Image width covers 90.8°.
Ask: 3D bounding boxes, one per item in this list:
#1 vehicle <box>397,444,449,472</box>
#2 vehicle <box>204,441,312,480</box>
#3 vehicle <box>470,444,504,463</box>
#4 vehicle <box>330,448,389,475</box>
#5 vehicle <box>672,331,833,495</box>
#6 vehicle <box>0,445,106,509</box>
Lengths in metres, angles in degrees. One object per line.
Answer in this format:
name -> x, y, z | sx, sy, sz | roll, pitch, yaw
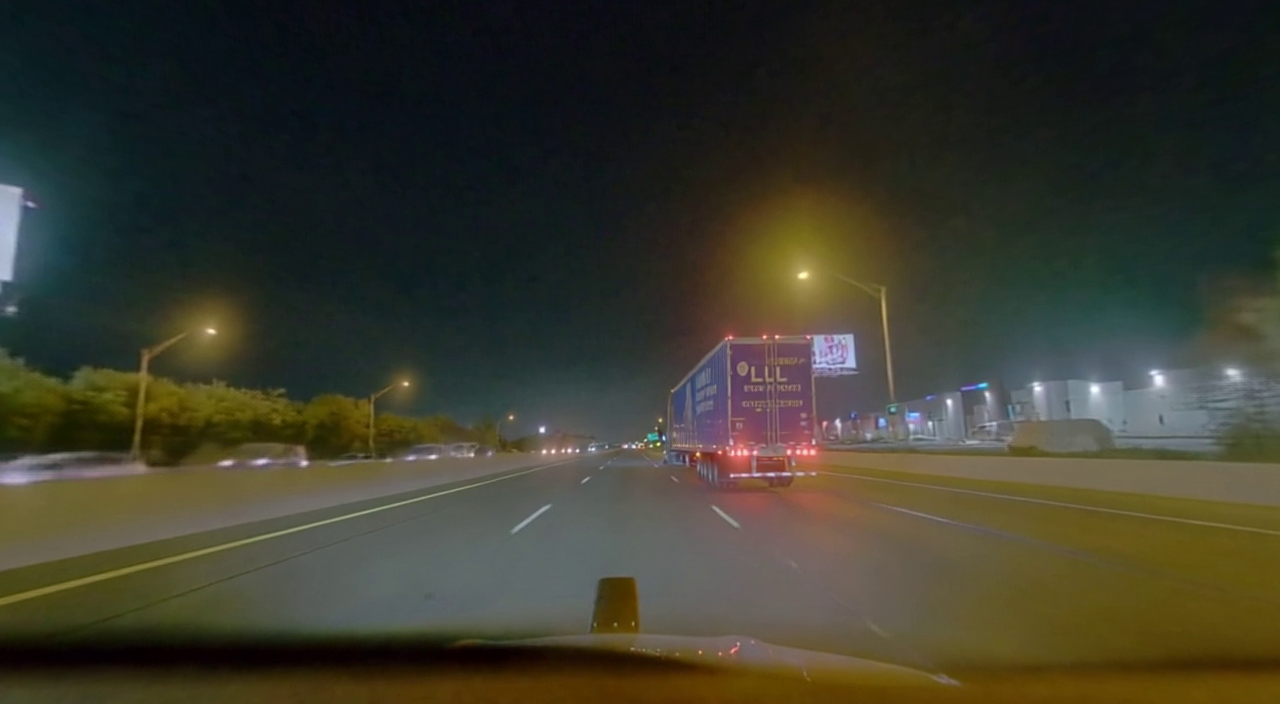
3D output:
vehicle -> -11.614, 5.664, 33.950 | 1.620, 1.372, 3.339 | 0, -9, -1
vehicle -> -18.954, 5.399, 31.721 | 2.122, 1.775, 5.330 | 0, -9, -1
vehicle -> -11.941, 7.951, 49.592 | 1.757, 1.451, 3.658 | 0, -9, 0
vehicle -> -15.267, 5.937, 34.502 | 1.681, 1.381, 3.370 | 0, -9, 0
vehicle -> 3.412, 2.880, 25.465 | 2.891, 4.387, 17.121 | 0, -9, -2
vehicle -> -14.881, 2.897, 14.850 | 1.625, 1.396, 3.459 | 0, -9, -1
